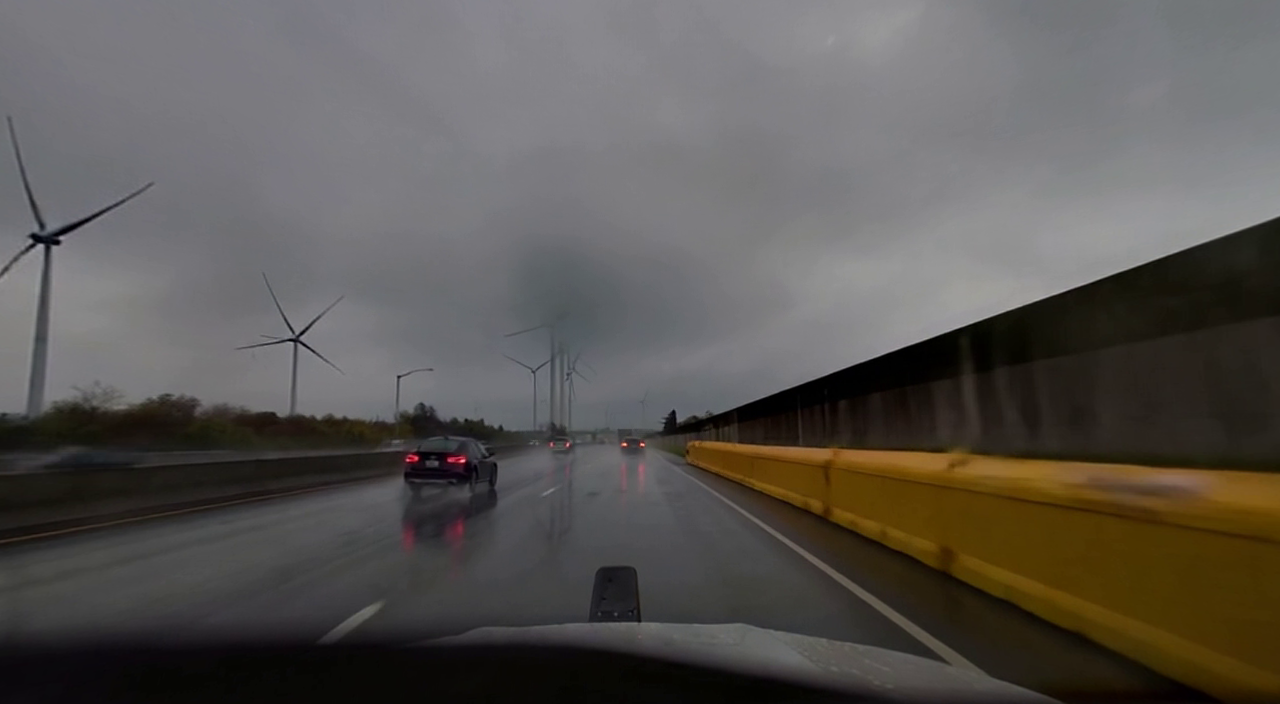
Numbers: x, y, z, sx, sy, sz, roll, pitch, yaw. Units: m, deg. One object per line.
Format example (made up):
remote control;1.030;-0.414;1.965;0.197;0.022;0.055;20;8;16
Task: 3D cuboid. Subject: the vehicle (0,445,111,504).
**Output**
vehicle;-18.070;3.472;18.174;2.043;1.488;4.151;0;-8;-1

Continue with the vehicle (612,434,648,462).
vehicle;-0.588;5.667;37.442;2.027;1.550;3.607;0;-8;-1

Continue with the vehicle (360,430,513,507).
vehicle;-4.403;2.578;14.532;1.998;1.468;4.635;0;-8;0

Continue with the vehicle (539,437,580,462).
vehicle;-4.884;5.938;38.645;2.059;1.436;3.802;0;-8;-1
